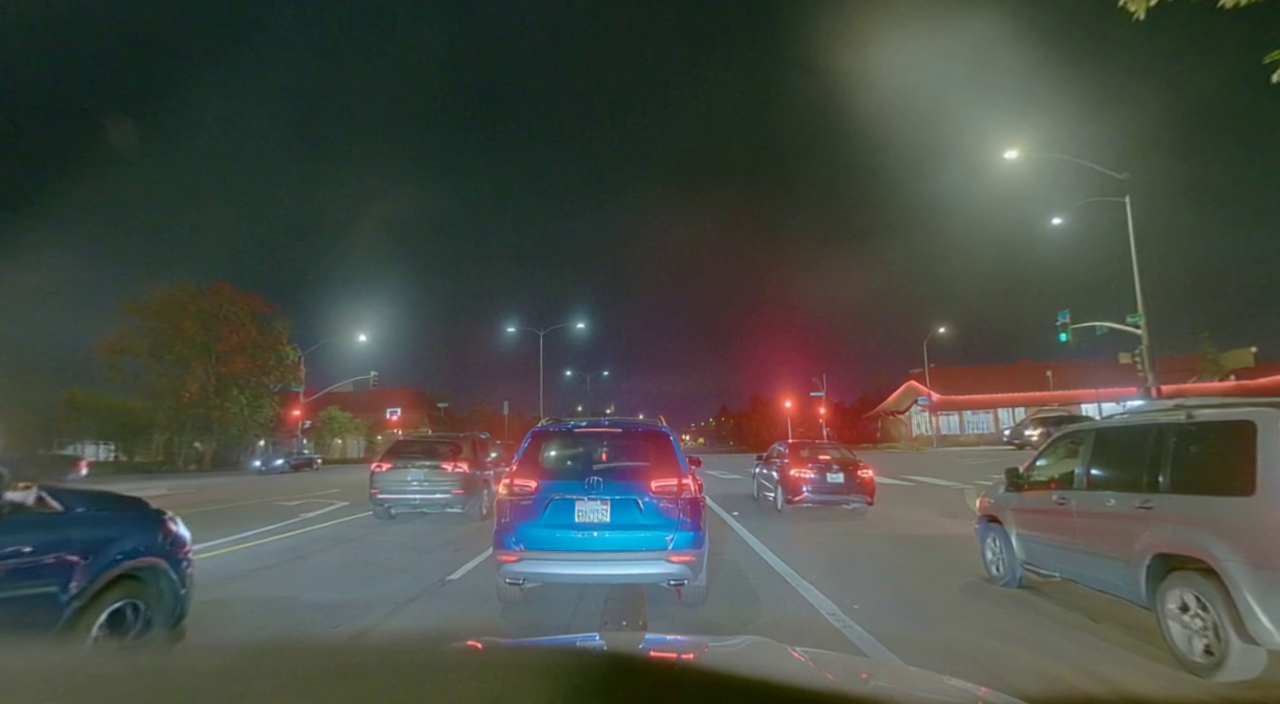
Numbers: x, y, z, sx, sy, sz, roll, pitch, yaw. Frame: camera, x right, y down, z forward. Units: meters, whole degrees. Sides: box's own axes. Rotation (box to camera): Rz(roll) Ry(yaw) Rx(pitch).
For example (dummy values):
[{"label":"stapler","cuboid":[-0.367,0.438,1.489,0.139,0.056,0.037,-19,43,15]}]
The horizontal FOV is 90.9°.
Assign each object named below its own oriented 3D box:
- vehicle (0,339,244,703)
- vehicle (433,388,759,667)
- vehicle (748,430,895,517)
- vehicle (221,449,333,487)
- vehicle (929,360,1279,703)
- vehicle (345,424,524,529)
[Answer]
[{"label":"vehicle","cuboid":[-3.468,0.697,1.514,2.047,1.741,4.470,0,-8,1]},{"label":"vehicle","cuboid":[-0.178,1.382,6.026,2.022,1.700,4.084,0,-8,3]},{"label":"vehicle","cuboid":[3.625,2.495,13.397,1.847,1.554,3.885,0,-8,-2]},{"label":"vehicle","cuboid":[-15.626,4.998,27.496,1.989,1.461,4.615,0,-8,2]},{"label":"vehicle","cuboid":[4.157,1.192,4.802,2.014,1.740,4.515,-1,-8,4]},{"label":"vehicle","cuboid":[-3.761,2.359,12.513,2.012,1.701,4.316,0,-8,1]}]
